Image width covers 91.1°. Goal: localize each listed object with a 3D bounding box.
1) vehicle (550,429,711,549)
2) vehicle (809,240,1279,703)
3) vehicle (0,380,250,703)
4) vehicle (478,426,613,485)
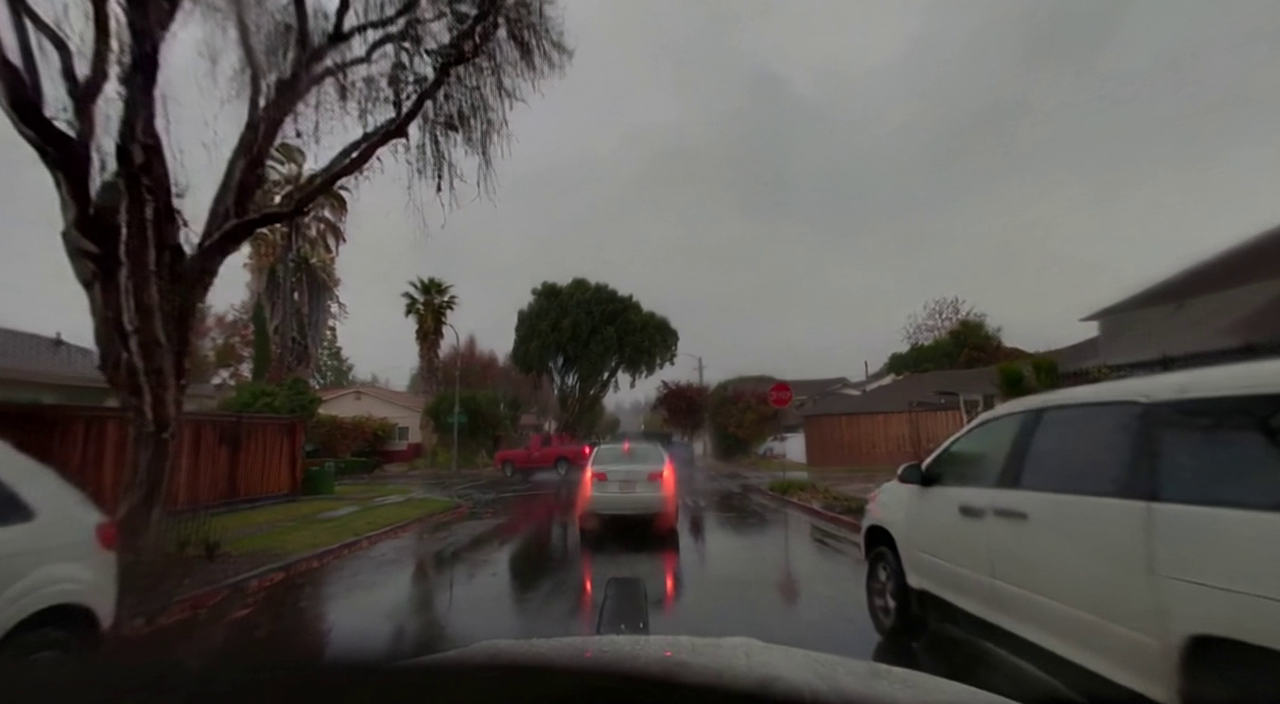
[{"bbox_3d":[-0.119,2.041,10.023,2.010,1.499,4.107,0,-9,0],"label":"vehicle"},{"bbox_3d":[2.594,0.921,3.210,2.179,1.813,4.815,0,-8,1],"label":"vehicle"},{"bbox_3d":[-3.385,0.850,1.722,1.965,1.657,4.104,0,-8,0],"label":"vehicle"},{"bbox_3d":[-4.011,4.148,25.496,2.353,2.057,6.308,7,-11,-41],"label":"vehicle"}]
